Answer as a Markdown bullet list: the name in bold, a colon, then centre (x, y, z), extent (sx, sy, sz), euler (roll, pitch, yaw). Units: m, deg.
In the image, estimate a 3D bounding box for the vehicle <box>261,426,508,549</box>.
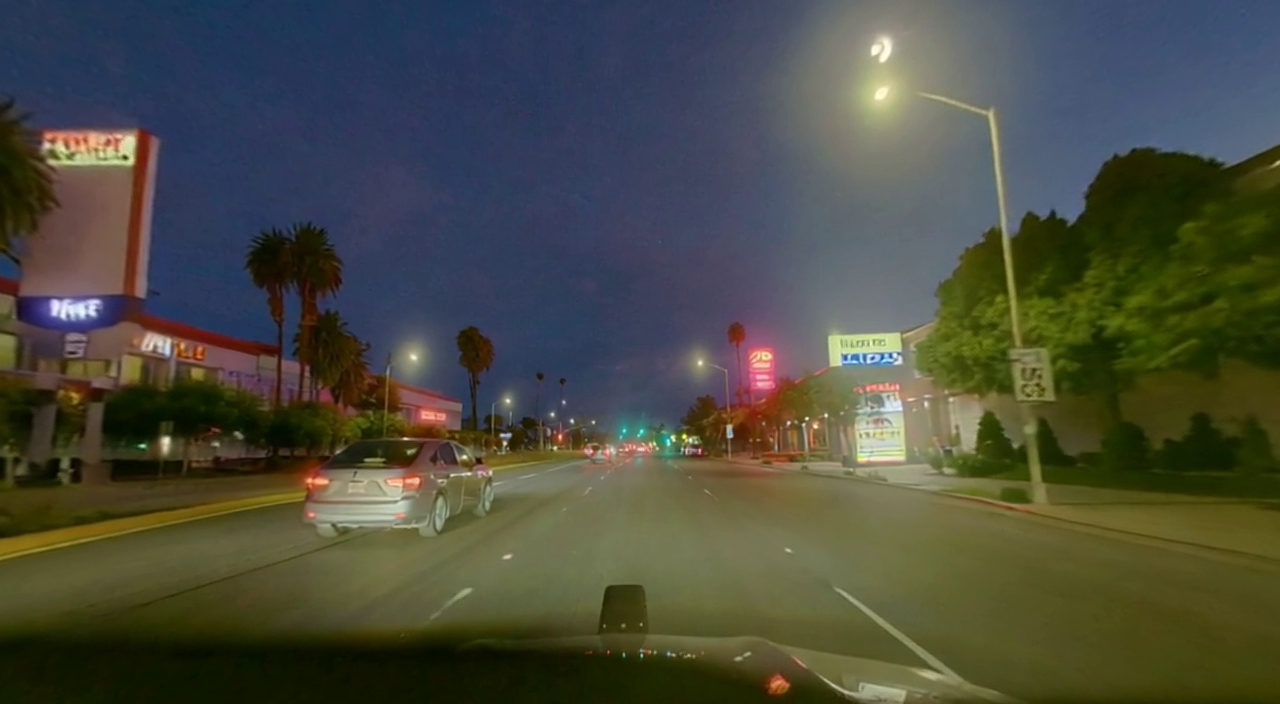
- **vehicle**: centre (-3.655, 2.021, 10.110), extent (2.032, 1.511, 4.424), euler (0, -8, 1)
